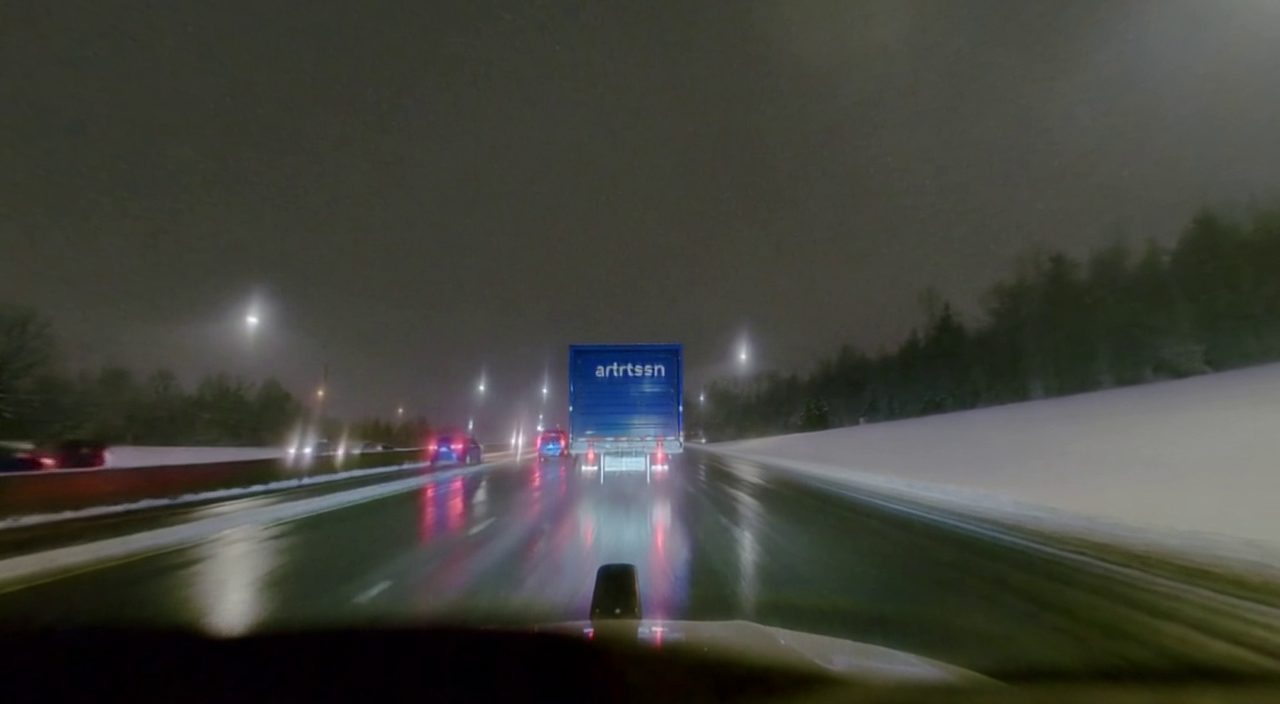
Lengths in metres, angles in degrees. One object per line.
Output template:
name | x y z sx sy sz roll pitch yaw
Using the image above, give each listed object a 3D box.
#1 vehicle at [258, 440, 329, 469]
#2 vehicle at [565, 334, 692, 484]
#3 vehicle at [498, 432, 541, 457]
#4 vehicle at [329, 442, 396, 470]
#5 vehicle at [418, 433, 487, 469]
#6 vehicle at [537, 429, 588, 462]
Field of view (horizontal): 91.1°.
vehicle | -19.989 5.908 36.443 1.829 1.546 4.004 0 -8 0
vehicle | -0.362 2.258 22.606 3.442 4.106 10.719 0 -8 -1
vehicle | -8.116 6.256 42.637 1.981 1.574 4.561 0 -8 0
vehicle | -16.207 6.054 37.018 1.880 1.506 4.531 0 -8 0
vehicle | -8.444 4.469 28.673 1.940 1.488 3.976 0 -8 0
vehicle | -4.234 5.206 35.215 2.168 1.671 4.888 0 -8 1
